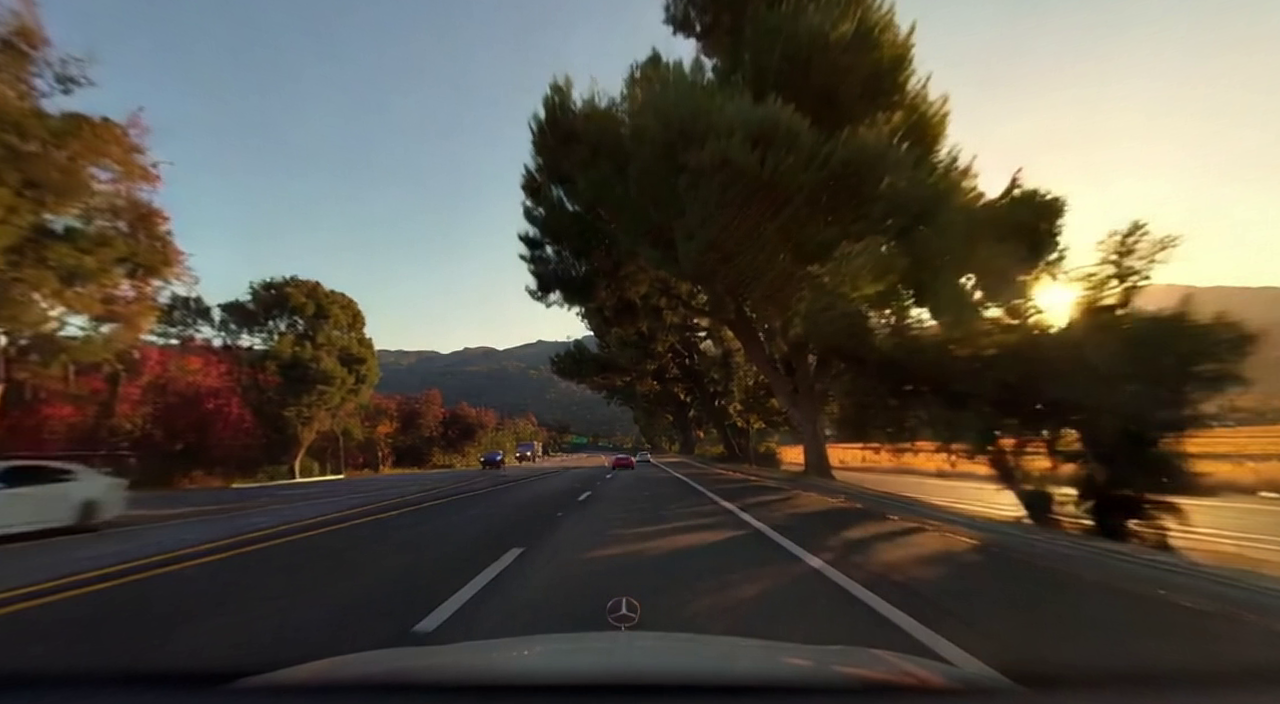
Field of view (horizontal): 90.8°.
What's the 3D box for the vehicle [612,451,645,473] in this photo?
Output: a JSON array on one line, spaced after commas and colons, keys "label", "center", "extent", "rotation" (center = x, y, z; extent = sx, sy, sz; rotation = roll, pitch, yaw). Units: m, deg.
[{"label": "vehicle", "center": [-0.767, 7.739, 44.628], "extent": [2.170, 1.451, 4.584], "rotation": [0, -9, 0]}]
